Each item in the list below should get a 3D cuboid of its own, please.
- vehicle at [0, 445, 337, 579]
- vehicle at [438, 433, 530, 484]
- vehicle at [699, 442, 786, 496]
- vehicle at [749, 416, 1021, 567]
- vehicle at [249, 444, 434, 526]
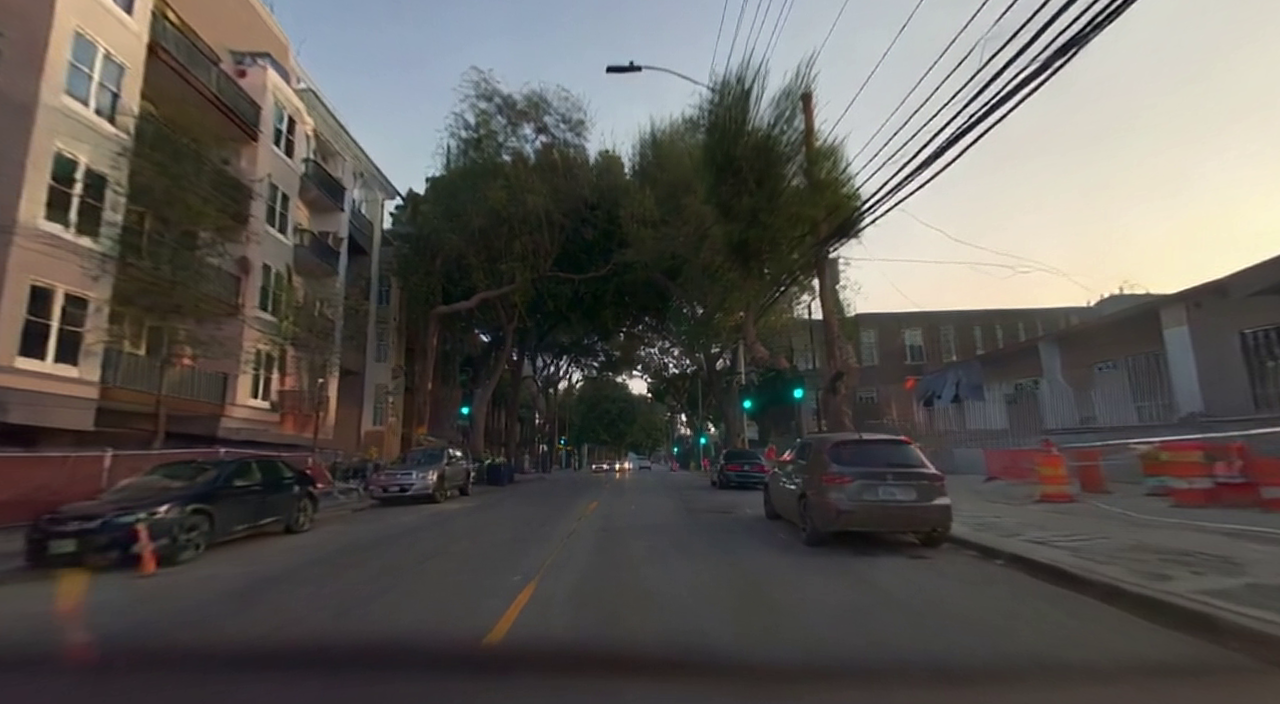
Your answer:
[{"bbox_3d":[-6.426,2.113,9.285,1.968,1.450,4.271,0,-8,-3],"label":"vehicle"},{"bbox_3d":[-6.361,4.412,26.681,2.279,1.873,5.912,0,-8,1],"label":"vehicle"},{"bbox_3d":[3.125,3.620,20.101,1.953,1.503,4.137,0,-8,-2],"label":"vehicle"},{"bbox_3d":[3.288,1.966,9.906,2.141,1.737,5.009,0,-8,-1],"label":"vehicle"},{"bbox_3d":[-6.363,2.829,14.239,1.919,1.475,4.833,0,-8,-1],"label":"vehicle"}]
